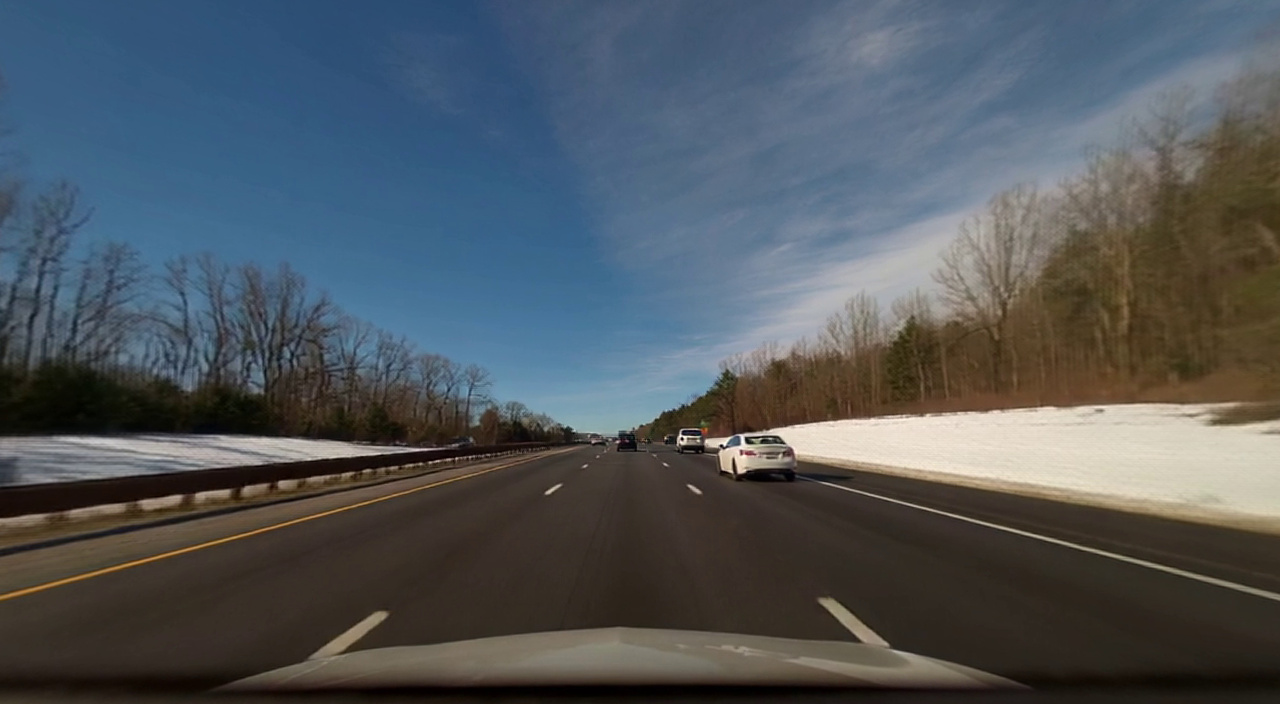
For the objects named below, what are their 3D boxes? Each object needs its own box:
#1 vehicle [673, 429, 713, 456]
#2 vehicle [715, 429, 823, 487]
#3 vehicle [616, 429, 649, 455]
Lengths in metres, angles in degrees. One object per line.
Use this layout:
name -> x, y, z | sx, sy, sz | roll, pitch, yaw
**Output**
vehicle -> 3.448, 5.979, 41.461 | 2.098, 1.677, 4.275 | 0, -8, -2
vehicle -> 3.578, 3.029, 18.447 | 2.056, 1.479, 4.660 | 0, -8, -2
vehicle -> -0.559, 6.197, 43.360 | 2.182, 1.680, 4.253 | 0, -8, -1
